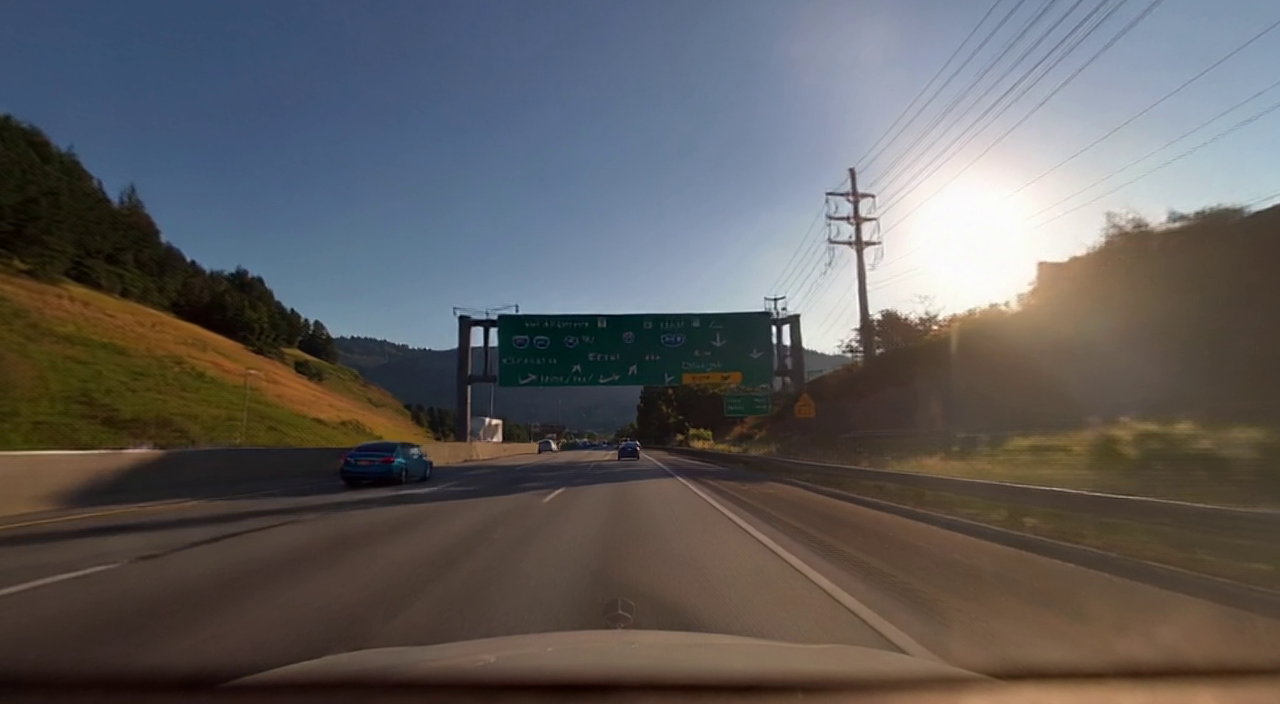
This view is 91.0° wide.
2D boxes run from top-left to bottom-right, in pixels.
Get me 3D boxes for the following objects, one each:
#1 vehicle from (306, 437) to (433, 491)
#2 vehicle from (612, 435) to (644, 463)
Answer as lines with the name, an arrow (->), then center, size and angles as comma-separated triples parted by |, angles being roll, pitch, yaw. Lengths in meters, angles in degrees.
vehicle -> -7.970, 3.318, 19.092 | 1.949, 1.428, 4.408 | 0, -8, -1
vehicle -> -0.802, 6.358, 41.365 | 2.040, 1.715, 3.906 | 0, -8, -1
